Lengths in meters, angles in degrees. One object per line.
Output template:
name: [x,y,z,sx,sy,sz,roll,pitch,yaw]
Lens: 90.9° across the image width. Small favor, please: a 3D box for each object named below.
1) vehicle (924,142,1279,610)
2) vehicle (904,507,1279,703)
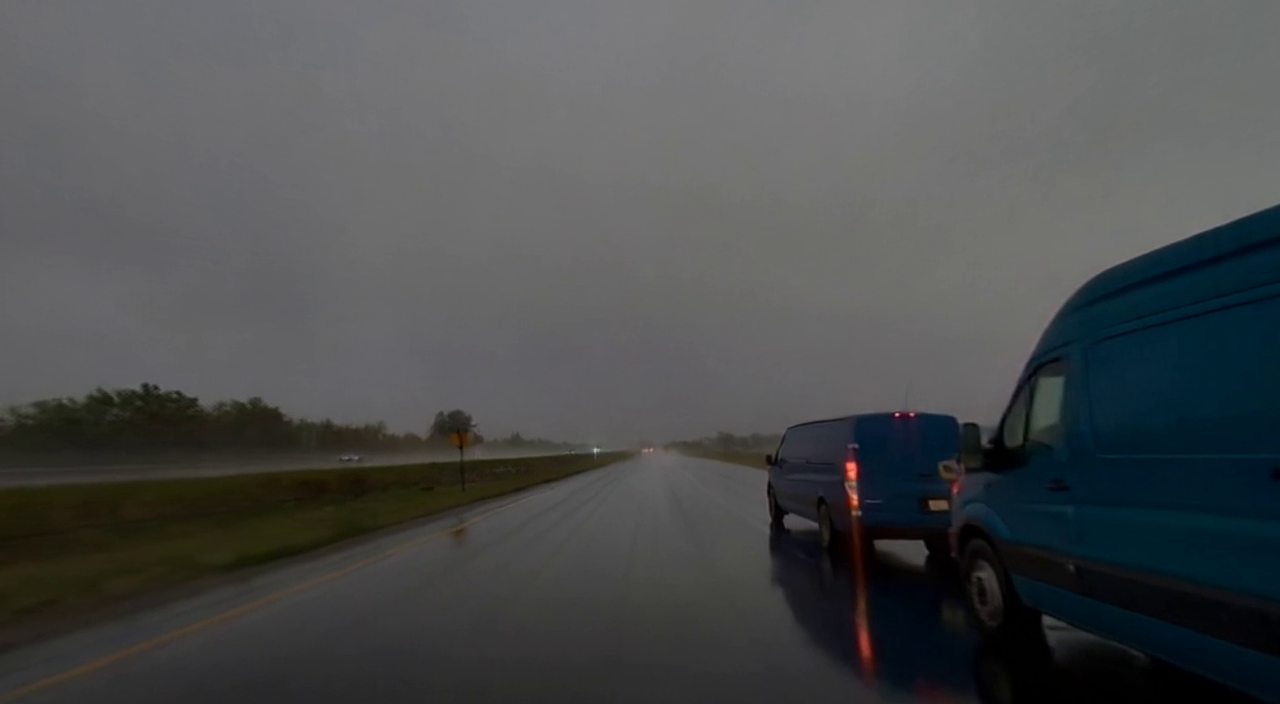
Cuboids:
vehicle: [4.056,0.174,3.341,2.444,2.053,5.616,-1,-8,0]
vehicle: [3.996,1.525,3.257,2.702,0.824,6.391,0,-9,1]
